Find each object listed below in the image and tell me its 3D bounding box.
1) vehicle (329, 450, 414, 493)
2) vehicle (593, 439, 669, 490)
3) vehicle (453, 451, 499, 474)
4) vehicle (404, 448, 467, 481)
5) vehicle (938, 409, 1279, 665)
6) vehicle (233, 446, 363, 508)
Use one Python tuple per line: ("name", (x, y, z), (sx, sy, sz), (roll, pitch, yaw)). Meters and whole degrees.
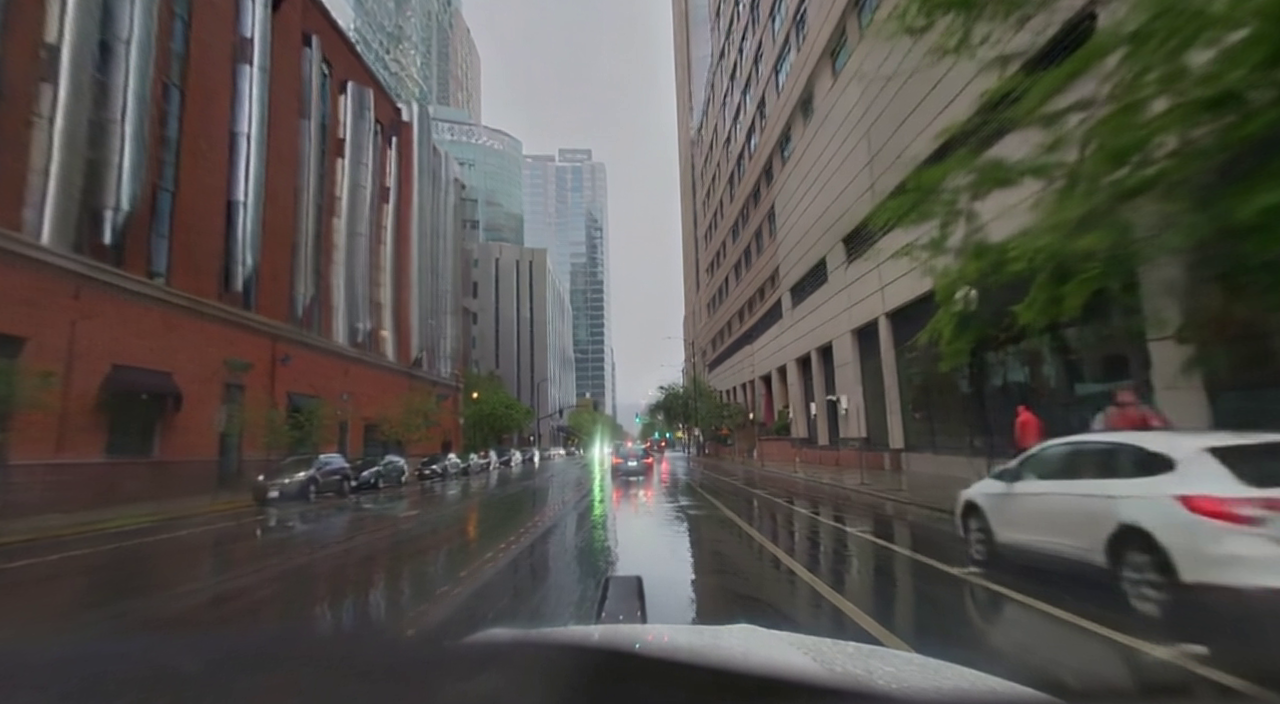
("vehicle", (-11.806, 5.236, 28.103), (1.881, 1.686, 4.451), (0, -8, -1))
("vehicle", (-0.253, 3.627, 20.760), (2.269, 1.479, 3.980), (0, -8, 0))
("vehicle", (-11.642, 7.873, 45.243), (1.991, 1.507, 4.879), (0, -8, 0))
("vehicle", (-11.893, 6.540, 37.104), (2.077, 1.732, 4.704), (0, -8, 1))
("vehicle", (4.960, 1.458, 5.963), (2.075, 1.584, 4.201), (0, -9, -2))
("vehicle", (-11.936, 4.336, 22.515), (2.114, 1.938, 4.590), (0, -8, -1))
